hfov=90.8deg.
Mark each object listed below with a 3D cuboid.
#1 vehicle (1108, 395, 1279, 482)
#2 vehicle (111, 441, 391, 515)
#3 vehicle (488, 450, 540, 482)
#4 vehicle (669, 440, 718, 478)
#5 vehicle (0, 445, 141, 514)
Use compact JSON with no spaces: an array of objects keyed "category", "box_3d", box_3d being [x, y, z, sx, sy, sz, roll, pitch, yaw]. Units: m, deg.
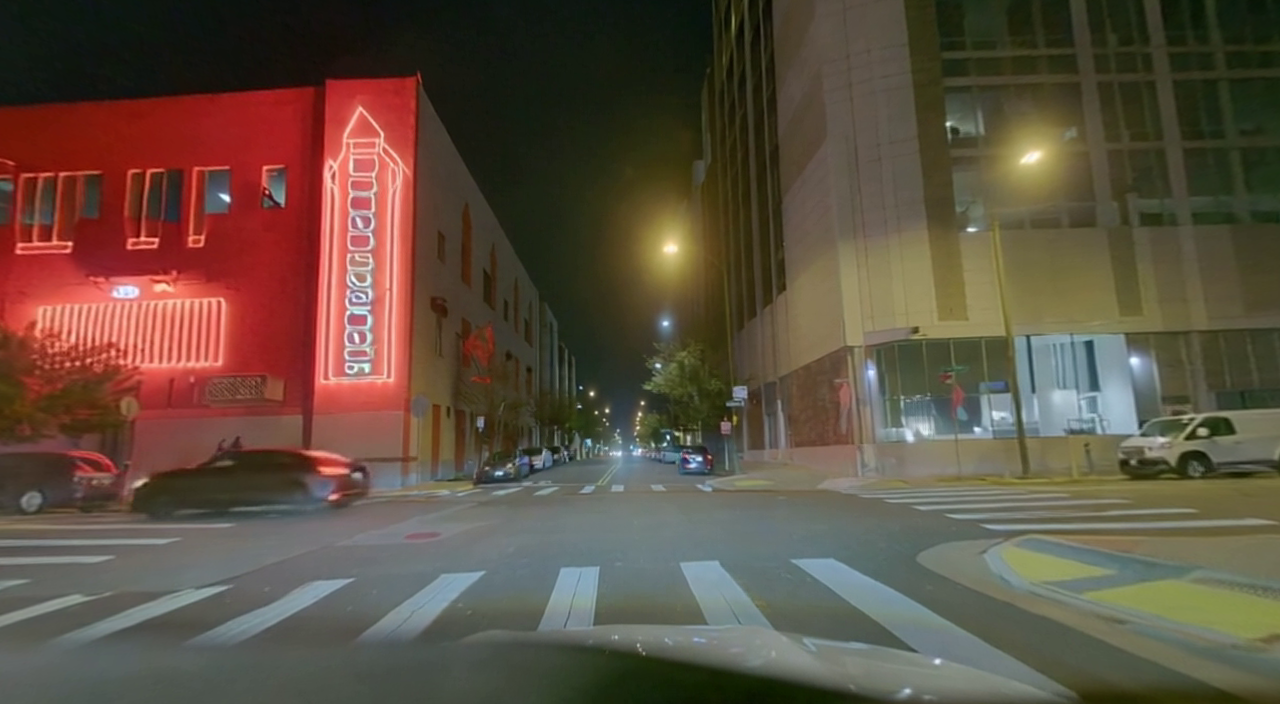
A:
[{"category":"vehicle","box_3d":[18.572,2.750,20.085,5.384,2.586,2.358,0,-9,0]},{"category":"vehicle","box_3d":[-8.469,2.774,14.259,4.877,1.482,2.041,1,-9,-7]},{"category":"vehicle","box_3d":[-6.157,5.569,31.209,1.864,1.447,3.887,0,-9,-2]},{"category":"vehicle","box_3d":[2.459,5.059,30.123,1.917,1.680,4.500,0,-9,-1]},{"category":"vehicle","box_3d":[-16.110,3.242,16.312,4.558,1.635,2.008,1,-9,-6]}]
